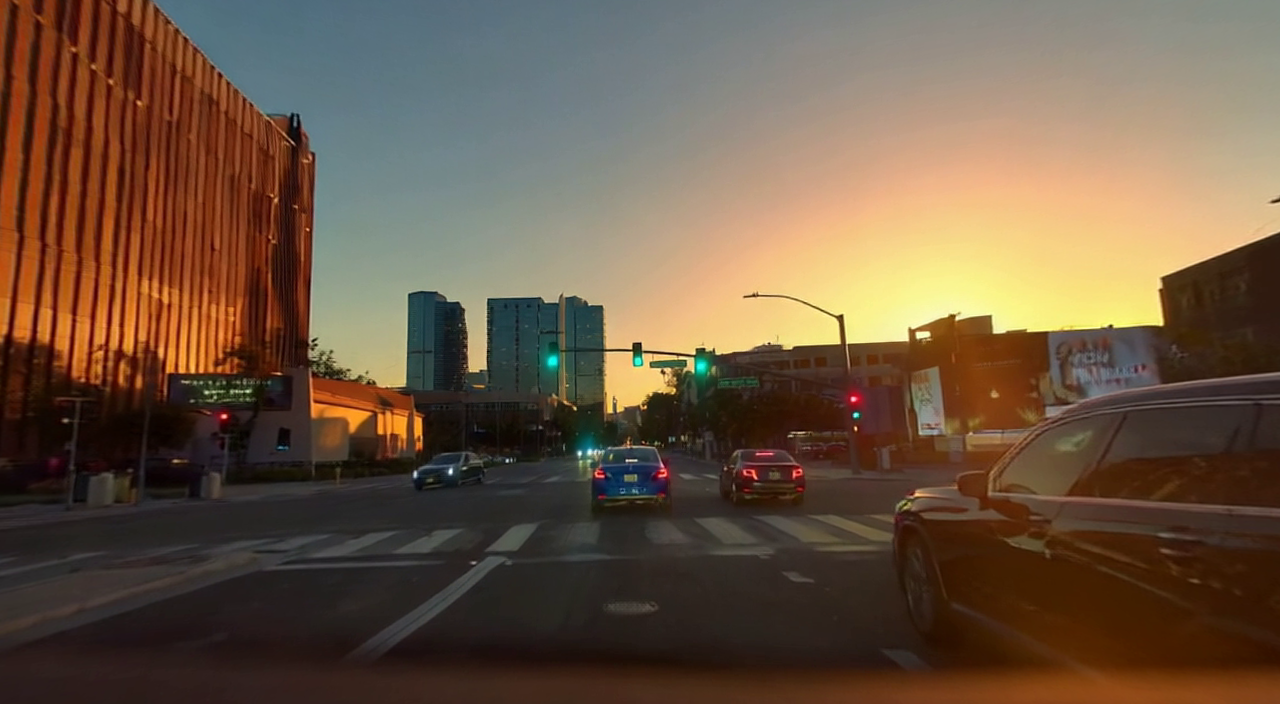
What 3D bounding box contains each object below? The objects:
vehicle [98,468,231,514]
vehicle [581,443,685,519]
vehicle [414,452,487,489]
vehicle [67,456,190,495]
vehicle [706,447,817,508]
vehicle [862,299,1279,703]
[{"bbox_3d":[-19.181,5.594,25.798,1.942,1.453,4.448,0,-8,0],"label":"vehicle"},{"bbox_3d":[-0.192,2.895,14.704,2.095,1.502,3.873,0,-8,-2],"label":"vehicle"},{"bbox_3d":[-8.684,5.438,29.332,1.879,1.510,4.619,0,-8,1],"label":"vehicle"},{"bbox_3d":[-27.618,6.659,34.418,2.300,1.932,5.056,0,-9,2],"label":"vehicle"},{"bbox_3d":[3.138,3.328,17.296,2.009,1.414,4.416,0,-8,-2],"label":"vehicle"},{"bbox_3d":[2.980,0.926,3.224,2.047,1.785,4.357,0,-8,-1],"label":"vehicle"}]
